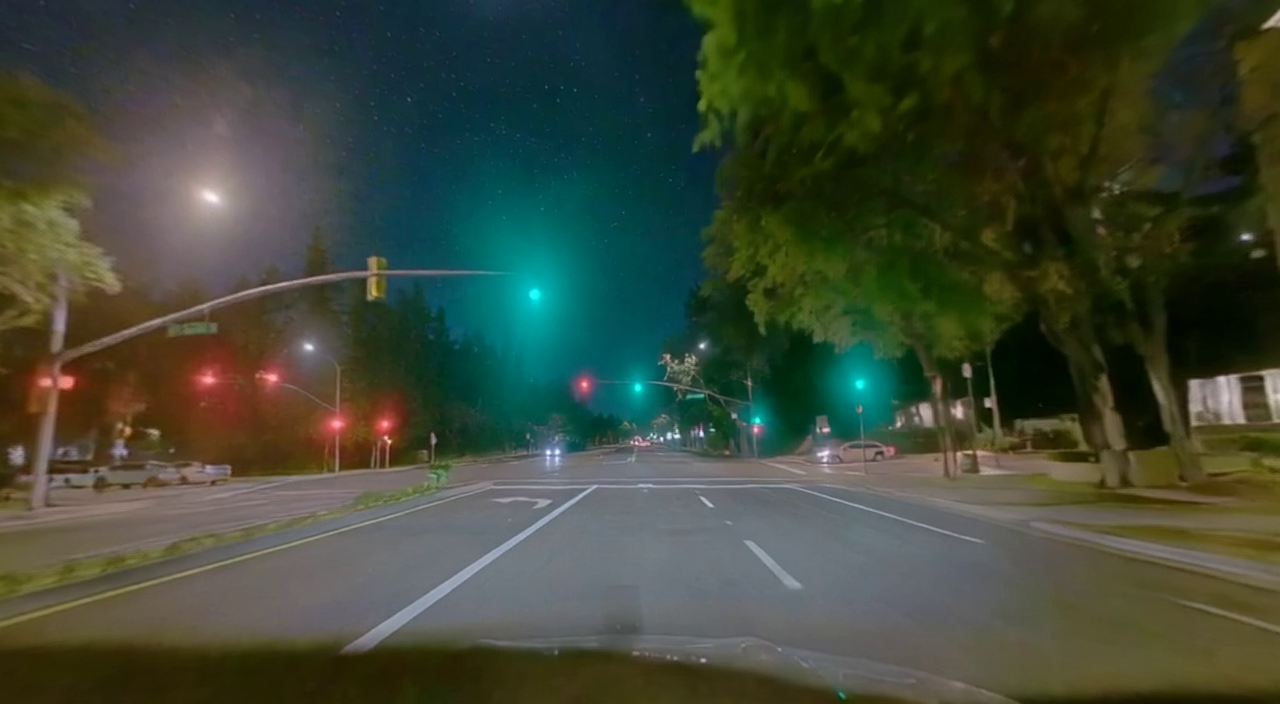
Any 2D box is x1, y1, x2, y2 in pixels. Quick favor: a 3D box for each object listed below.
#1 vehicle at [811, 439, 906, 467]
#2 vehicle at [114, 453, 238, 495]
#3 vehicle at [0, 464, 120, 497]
[{"bbox_3d":[12.373,5.747,36.037,4.611,1.505,2.029,0,-9,-1],"label":"vehicle"},{"bbox_3d":[-22.130,5.797,30.234,4.445,1.805,1.944,-1,-8,2],"label":"vehicle"},{"bbox_3d":[-28.461,6.268,30.895,4.505,1.460,1.929,-1,-9,6],"label":"vehicle"}]
